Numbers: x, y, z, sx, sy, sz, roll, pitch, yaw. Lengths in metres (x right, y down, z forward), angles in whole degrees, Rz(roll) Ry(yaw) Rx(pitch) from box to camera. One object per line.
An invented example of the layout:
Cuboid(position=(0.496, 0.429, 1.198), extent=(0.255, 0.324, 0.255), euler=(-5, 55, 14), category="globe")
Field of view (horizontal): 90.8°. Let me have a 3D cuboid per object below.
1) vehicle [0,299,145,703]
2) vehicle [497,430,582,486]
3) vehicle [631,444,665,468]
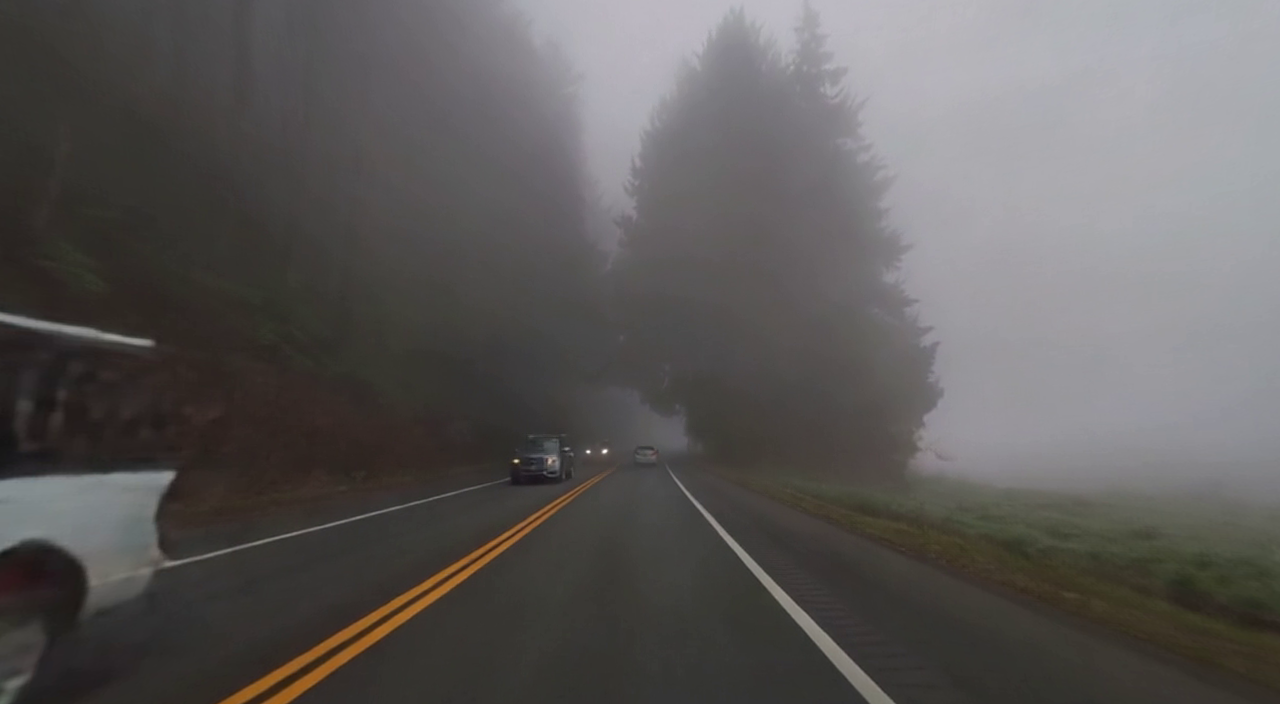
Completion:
Cuboid(position=(-4.689, 0.520, 1.335), extent=(2.479, 2.208, 5.780), euler=(-1, -9, 1), category="vehicle")
Cuboid(position=(-3.950, 4.347, 26.029), extent=(2.461, 2.030, 5.478), euler=(-1, -9, 2), category="vehicle")
Cuboid(position=(0.526, 6.772, 41.232), extent=(2.067, 1.486, 3.861), euler=(-1, -9, 1), category="vehicle")
